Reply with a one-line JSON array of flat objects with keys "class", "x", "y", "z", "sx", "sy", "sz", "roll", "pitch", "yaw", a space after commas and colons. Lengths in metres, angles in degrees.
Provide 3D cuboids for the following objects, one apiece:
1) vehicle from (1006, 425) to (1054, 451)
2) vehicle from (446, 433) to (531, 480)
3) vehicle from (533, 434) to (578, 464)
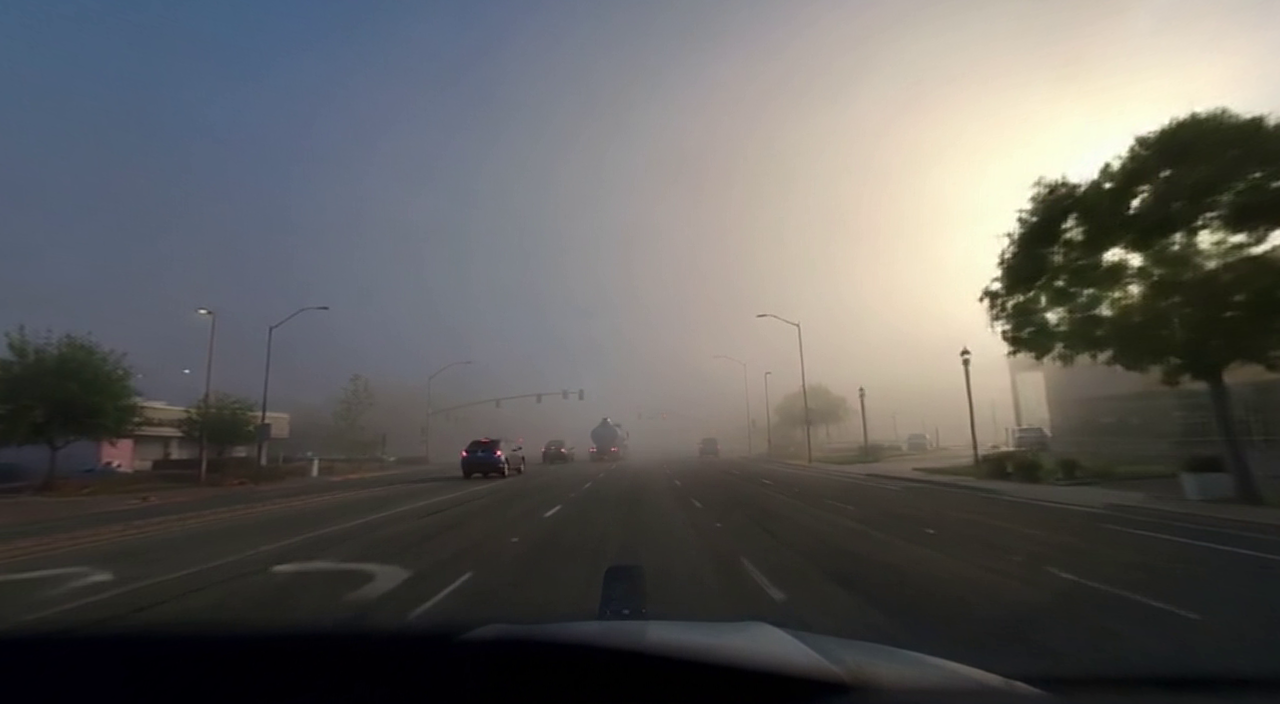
[{"class": "vehicle", "x": 23.758, "y": 5.252, "z": 38.328, "sx": 1.924, "sy": 1.467, "sz": 4.572, "roll": -6, "pitch": -11, "yaw": 37}, {"class": "vehicle", "x": -6.049, "y": 4.236, "z": 25.782, "sx": 2.179, "sy": 1.750, "sz": 4.621, "roll": 0, "pitch": -8, "yaw": 2}, {"class": "vehicle", "x": -5.979, "y": 6.969, "z": 45.364, "sx": 2.375, "sy": 1.989, "sz": 5.497, "roll": 0, "pitch": -8, "yaw": 1}]
